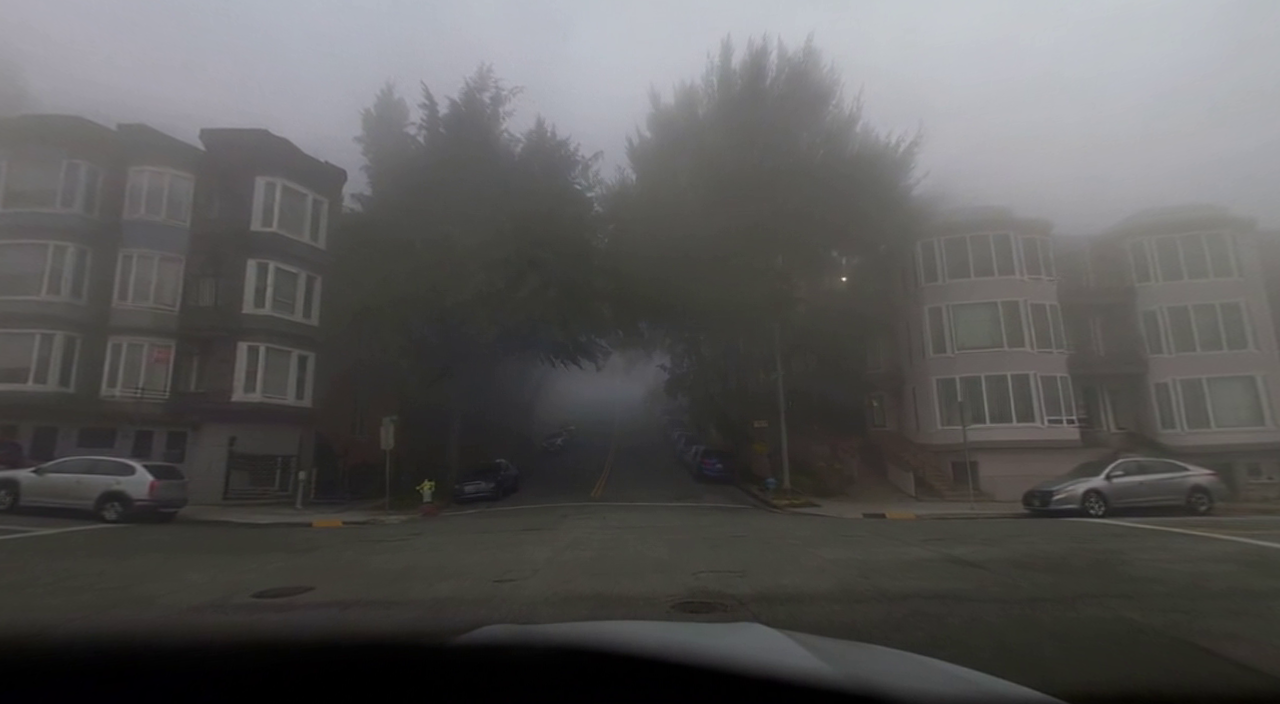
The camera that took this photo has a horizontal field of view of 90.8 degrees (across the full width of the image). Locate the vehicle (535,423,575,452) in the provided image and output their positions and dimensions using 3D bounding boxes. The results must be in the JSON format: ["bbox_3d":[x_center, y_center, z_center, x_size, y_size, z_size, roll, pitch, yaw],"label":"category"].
[{"bbox_3d":[-6.153,6.203,45.993,2.101,1.732,4.119,-3,-4,3],"label":"vehicle"}]

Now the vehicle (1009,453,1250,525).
[{"bbox_3d":[12.520,3.489,16.408,4.596,1.690,1.972,0,-8,-1],"label":"vehicle"}]

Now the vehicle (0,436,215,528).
[{"bbox_3d":[-13.941,3.383,16.402,4.243,1.676,1.844,7,-13,1],"label":"vehicle"}]

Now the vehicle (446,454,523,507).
[{"bbox_3d":[-5.851,4.843,24.264,1.987,1.662,4.141,-2,-7,-1],"label":"vehicle"}]

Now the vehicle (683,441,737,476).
[{"bbox_3d":[3.430,5.308,31.949,2.051,1.526,4.673,0,-7,-2],"label":"vehicle"}]
